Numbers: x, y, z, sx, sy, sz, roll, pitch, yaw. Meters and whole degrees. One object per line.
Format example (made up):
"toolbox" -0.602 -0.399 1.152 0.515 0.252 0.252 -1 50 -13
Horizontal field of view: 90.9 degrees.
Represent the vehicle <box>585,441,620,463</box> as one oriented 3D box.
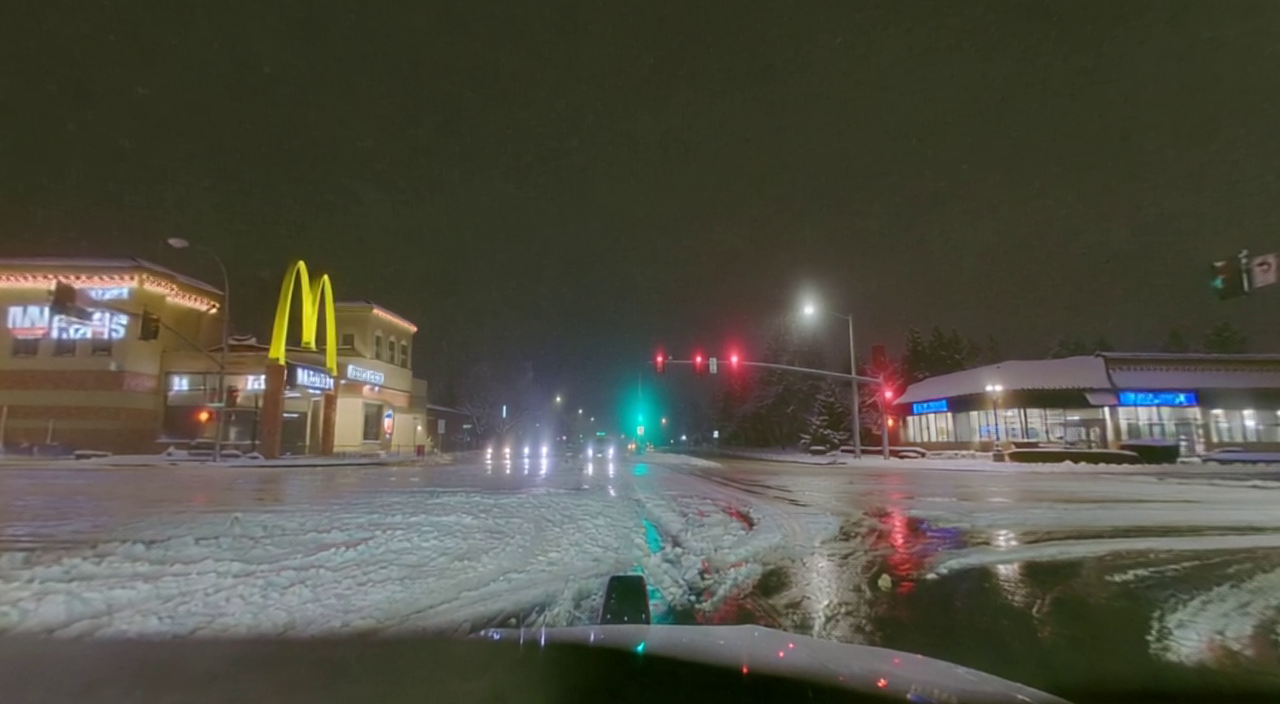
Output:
"vehicle" -2.513 6.869 43.397 2.104 1.468 4.195 0 -9 1
